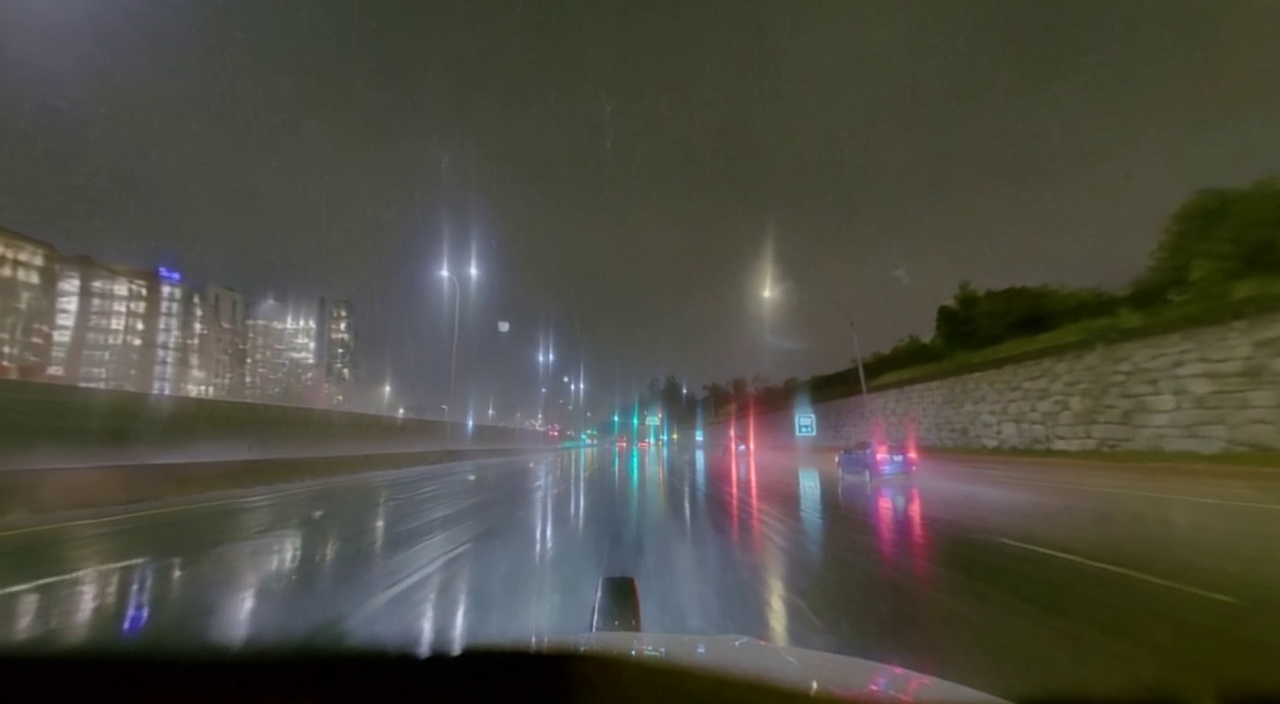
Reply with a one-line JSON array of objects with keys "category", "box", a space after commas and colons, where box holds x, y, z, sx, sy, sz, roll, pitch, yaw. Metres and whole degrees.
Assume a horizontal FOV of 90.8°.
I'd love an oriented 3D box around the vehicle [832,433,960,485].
[{"category": "vehicle", "box": [8.909, 3.756, 22.610, 2.165, 1.636, 5.175, 0, -8, -3]}]
